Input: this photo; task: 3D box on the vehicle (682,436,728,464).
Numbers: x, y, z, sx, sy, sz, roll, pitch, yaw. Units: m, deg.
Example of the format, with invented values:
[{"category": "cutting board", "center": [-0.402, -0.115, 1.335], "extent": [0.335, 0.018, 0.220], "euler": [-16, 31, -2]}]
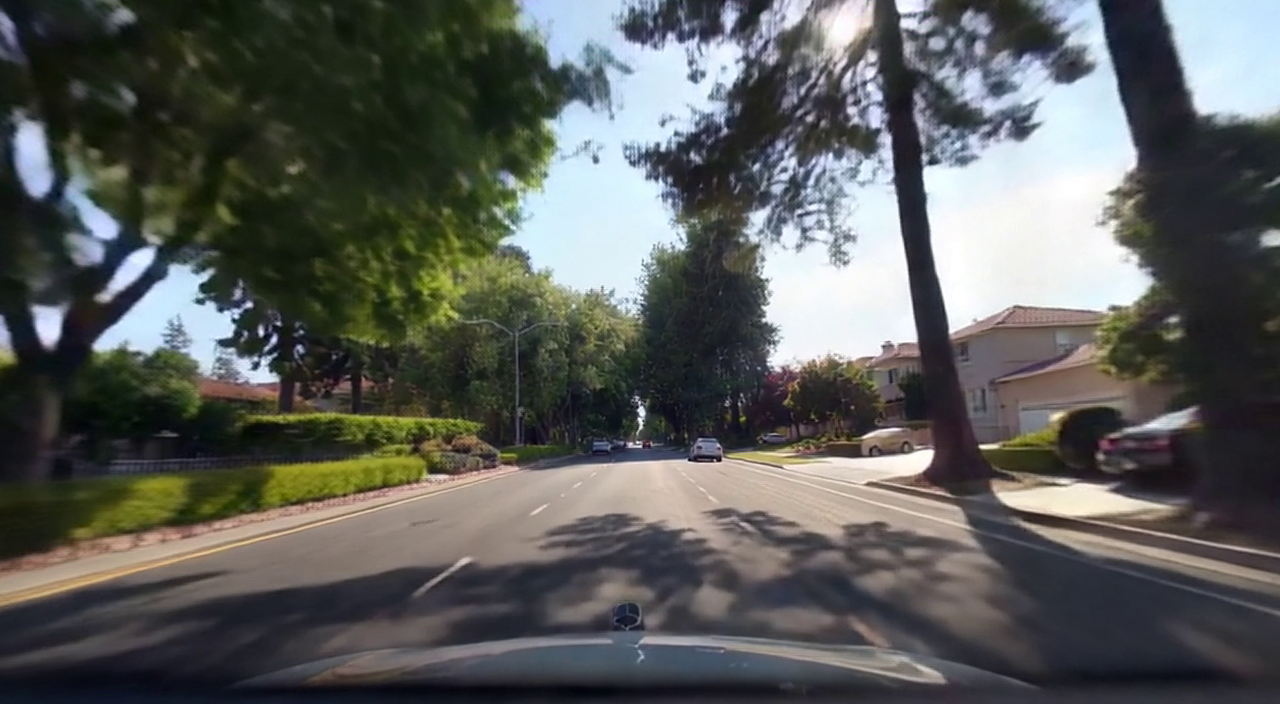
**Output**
[{"category": "vehicle", "center": [3.941, 6.037, 38.991], "extent": [2.237, 1.578, 4.621], "euler": [0, -8, -1]}]
